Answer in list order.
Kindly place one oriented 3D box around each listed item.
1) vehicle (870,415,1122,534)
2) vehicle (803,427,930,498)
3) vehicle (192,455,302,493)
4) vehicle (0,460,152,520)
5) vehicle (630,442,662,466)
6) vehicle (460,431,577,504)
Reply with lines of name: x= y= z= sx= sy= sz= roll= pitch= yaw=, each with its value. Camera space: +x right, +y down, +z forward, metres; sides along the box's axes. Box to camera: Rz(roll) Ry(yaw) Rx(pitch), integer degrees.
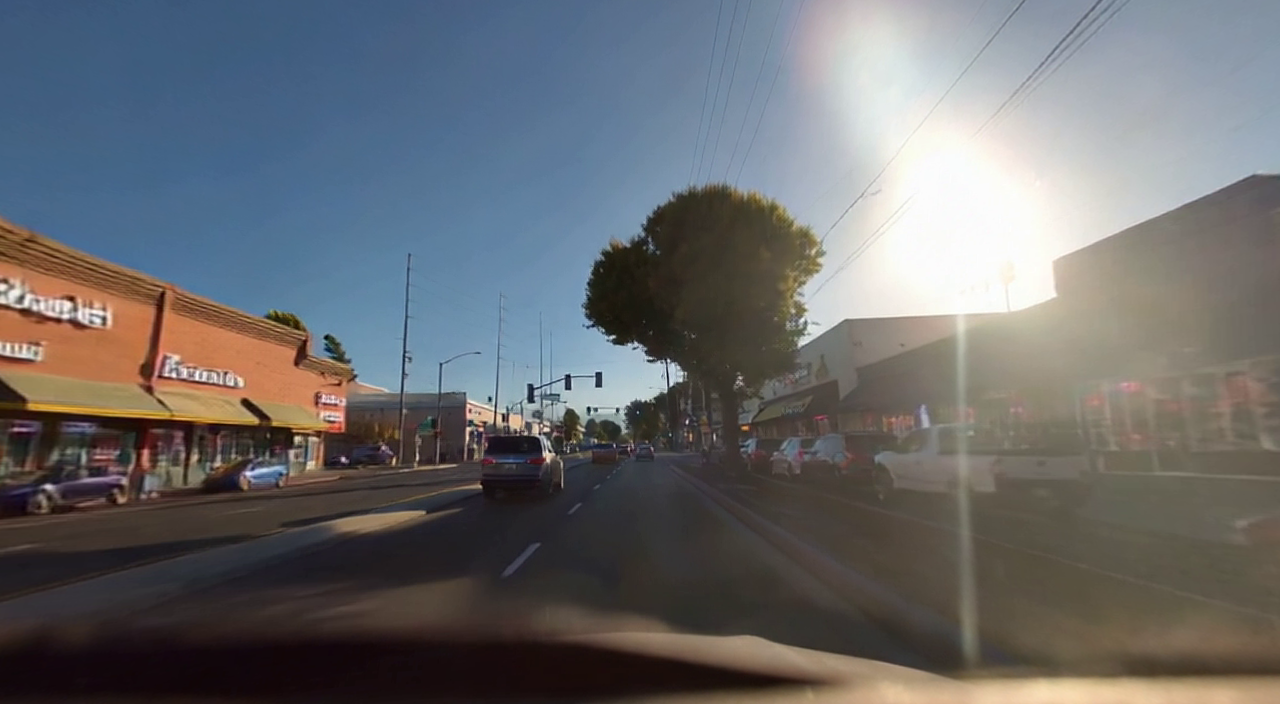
vehicle: x=6.607 y=2.340 z=12.668 sx=2.005 sy=1.858 sz=5.253 roll=0 pitch=-9 yaw=0
vehicle: x=6.556 y=3.257 z=18.951 sx=1.985 sy=1.835 sz=4.936 roll=0 pitch=-9 yaw=0
vehicle: x=-17.263 y=5.356 z=27.999 sx=1.894 sy=1.458 sz=4.565 roll=0 pitch=-9 yaw=1
vehicle: x=-17.270 y=3.974 z=18.657 sx=2.046 sy=1.458 sz=4.539 roll=0 pitch=-9 yaw=-1
vehicle: x=0.386 y=6.905 z=42.869 sx=2.037 sy=1.484 sz=4.073 roll=0 pitch=-9 yaw=0
vehicle: x=-3.003 y=2.982 z=16.716 sx=2.049 sy=1.646 sz=4.445 roll=-1 pitch=-9 yaw=2
